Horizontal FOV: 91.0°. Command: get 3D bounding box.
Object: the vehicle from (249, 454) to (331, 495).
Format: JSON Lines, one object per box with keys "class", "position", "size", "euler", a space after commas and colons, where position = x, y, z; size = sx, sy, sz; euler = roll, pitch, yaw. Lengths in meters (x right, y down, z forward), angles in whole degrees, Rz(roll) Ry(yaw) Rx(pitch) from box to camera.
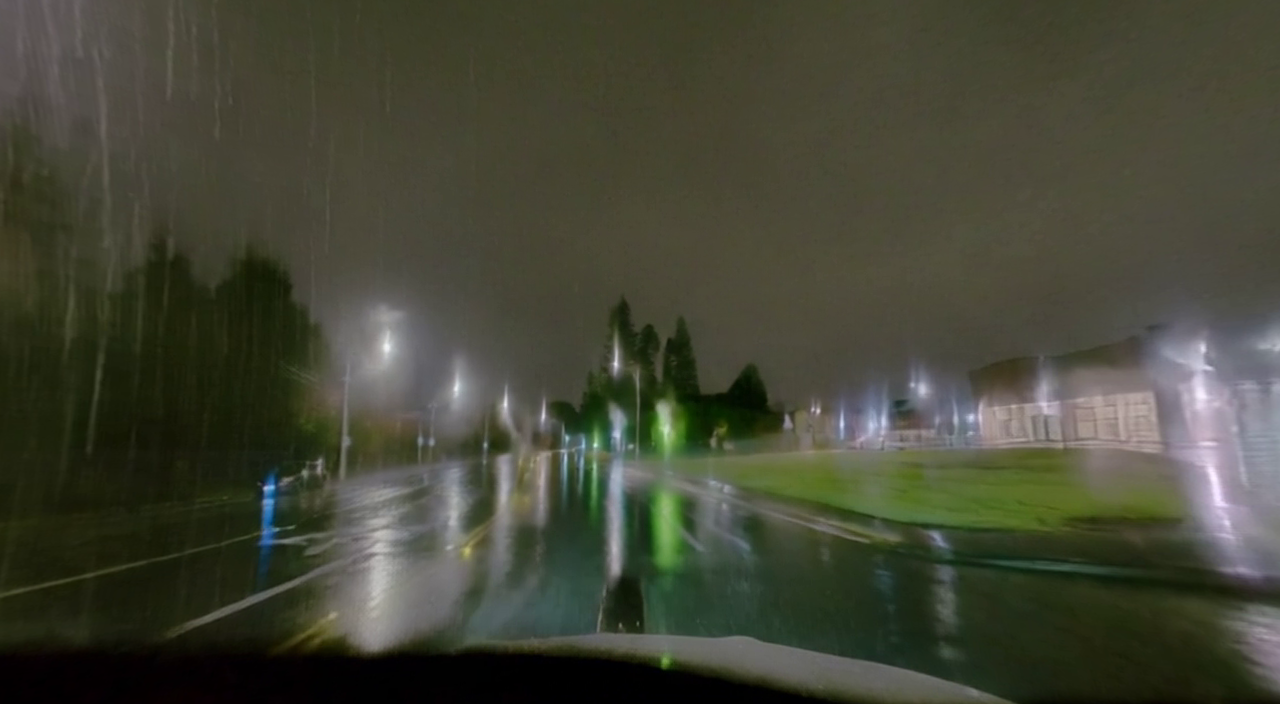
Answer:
{"class": "vehicle", "position": [-16.378, 5.729, 29.704], "size": [1.952, 1.632, 4.200], "euler": [-1, -8, -8]}
